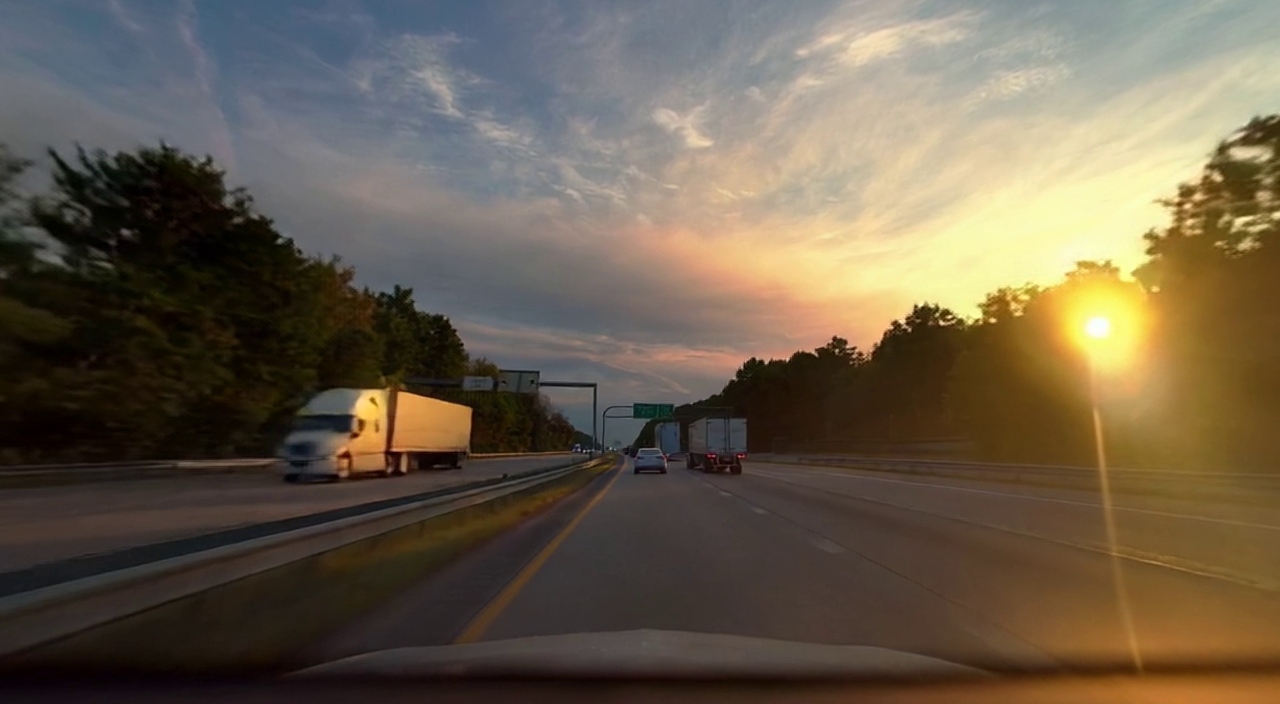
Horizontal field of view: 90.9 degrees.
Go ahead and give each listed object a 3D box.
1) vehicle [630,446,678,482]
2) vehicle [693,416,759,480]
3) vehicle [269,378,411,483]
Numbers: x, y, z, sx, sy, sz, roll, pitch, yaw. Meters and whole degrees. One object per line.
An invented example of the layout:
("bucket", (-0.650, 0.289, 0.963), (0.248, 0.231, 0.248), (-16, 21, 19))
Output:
("vehicle", (0.576, 5.081, 28.954), (2.069, 1.523, 4.012), (0, -9, -1))
("vehicle", (4.742, 5.503, 36.163), (2.600, 3.282, 7.635), (0, -9, -1))
("vehicle", (-12.080, 3.309, 26.102), (2.959, 3.857, 5.749), (0, -9, -1))
